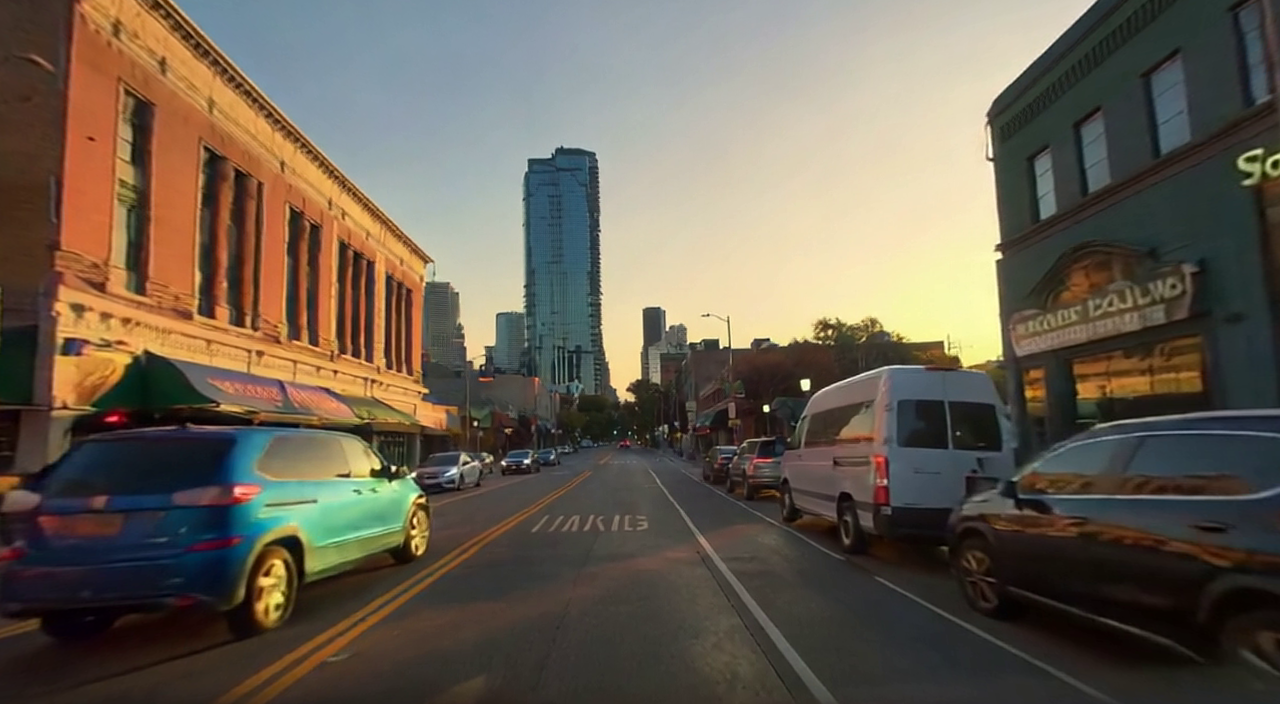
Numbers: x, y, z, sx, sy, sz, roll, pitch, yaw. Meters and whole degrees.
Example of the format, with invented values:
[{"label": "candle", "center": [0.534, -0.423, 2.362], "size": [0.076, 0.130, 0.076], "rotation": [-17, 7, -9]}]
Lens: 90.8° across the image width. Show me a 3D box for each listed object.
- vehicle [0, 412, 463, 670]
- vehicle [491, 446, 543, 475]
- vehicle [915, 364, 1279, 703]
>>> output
[{"label": "vehicle", "center": [-3.285, 1.481, 6.147], "size": [2.024, 1.579, 4.300], "rotation": [0, -8, -2]}, {"label": "vehicle", "center": [-6.897, 6.124, 35.998], "size": [1.993, 1.484, 4.812], "rotation": [0, -8, 0]}, {"label": "vehicle", "center": [3.897, 1.099, 3.860], "size": [2.040, 1.790, 5.044], "rotation": [0, -8, -2]}]
